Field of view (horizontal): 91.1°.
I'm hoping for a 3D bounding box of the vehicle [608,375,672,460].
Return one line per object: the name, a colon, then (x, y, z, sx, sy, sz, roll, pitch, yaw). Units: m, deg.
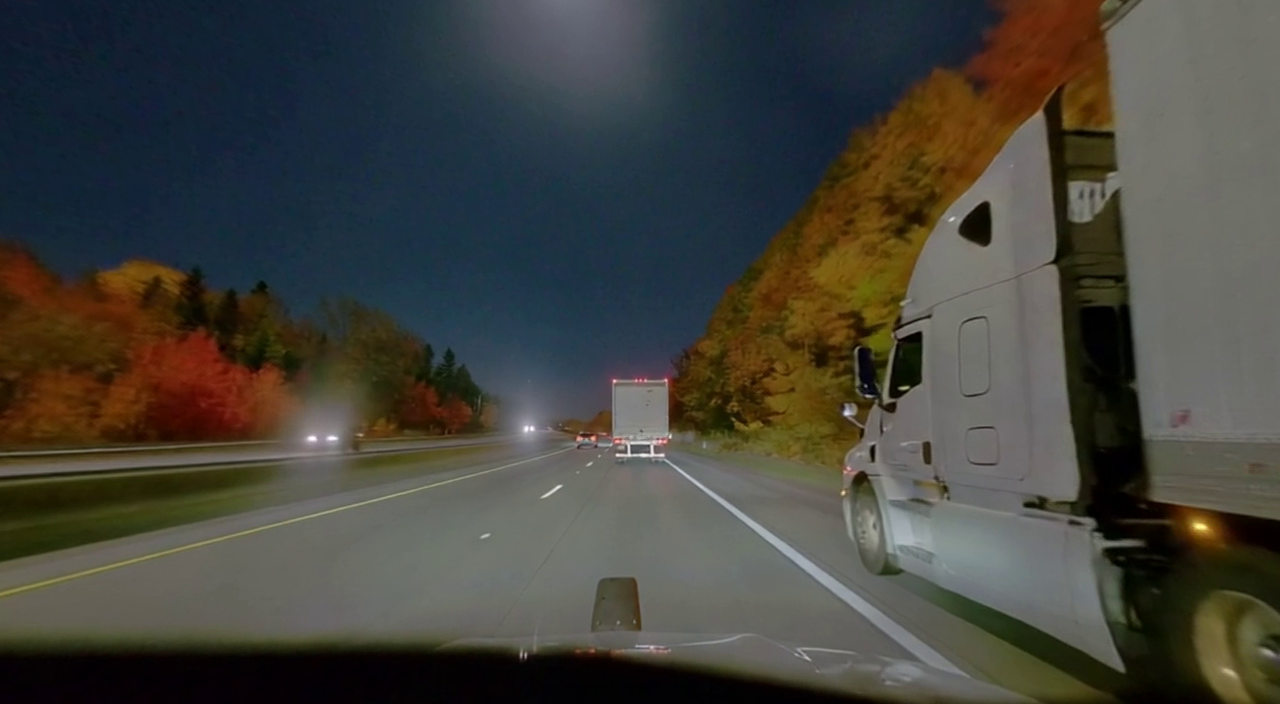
vehicle: (-0.153, 3.884, 35.690, 3.013, 4.016, 11.496, 0, -8, -2)
